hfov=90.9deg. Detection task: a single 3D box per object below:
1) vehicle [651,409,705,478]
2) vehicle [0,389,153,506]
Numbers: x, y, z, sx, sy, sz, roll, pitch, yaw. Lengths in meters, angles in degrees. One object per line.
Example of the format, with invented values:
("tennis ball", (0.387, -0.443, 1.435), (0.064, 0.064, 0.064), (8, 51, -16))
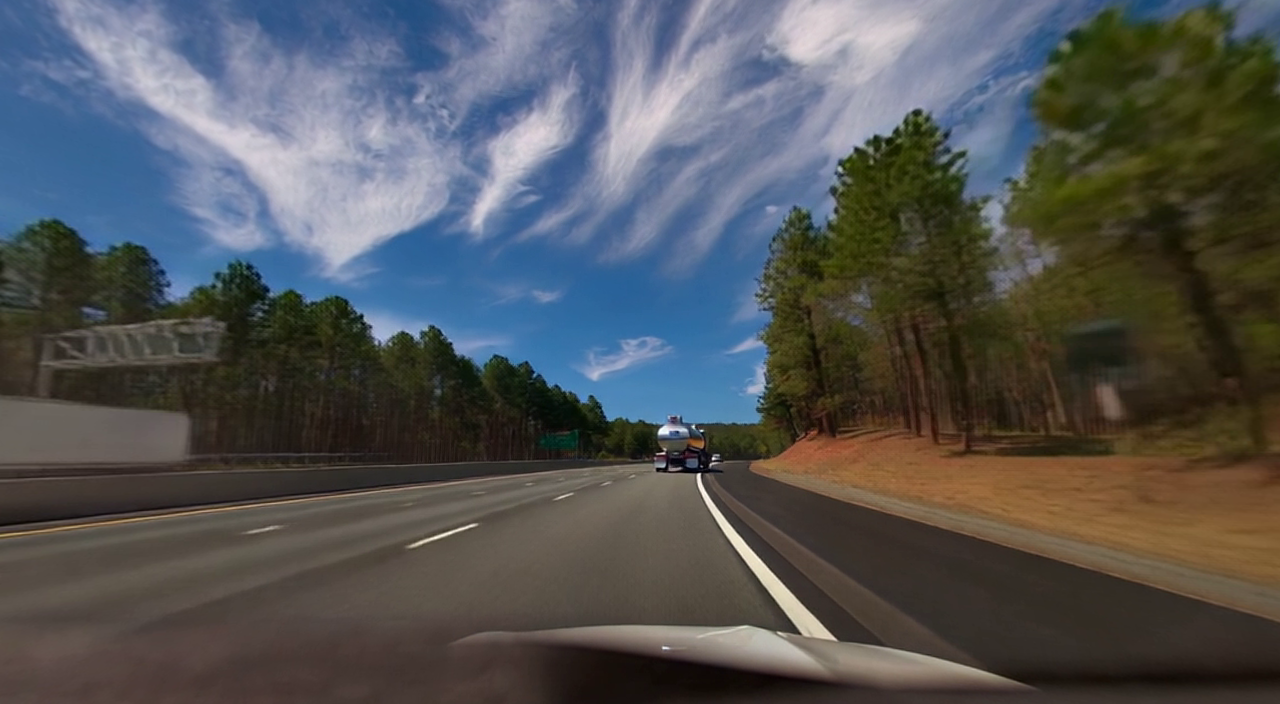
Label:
("vehicle", (2.782, 6.026, 41.594), (2.907, 3.747, 13.318), (-1, -8, 6))
("vehicle", (-18.753, 2.475, 16.345), (2.850, 3.134, 10.723), (-1, -8, 6))
